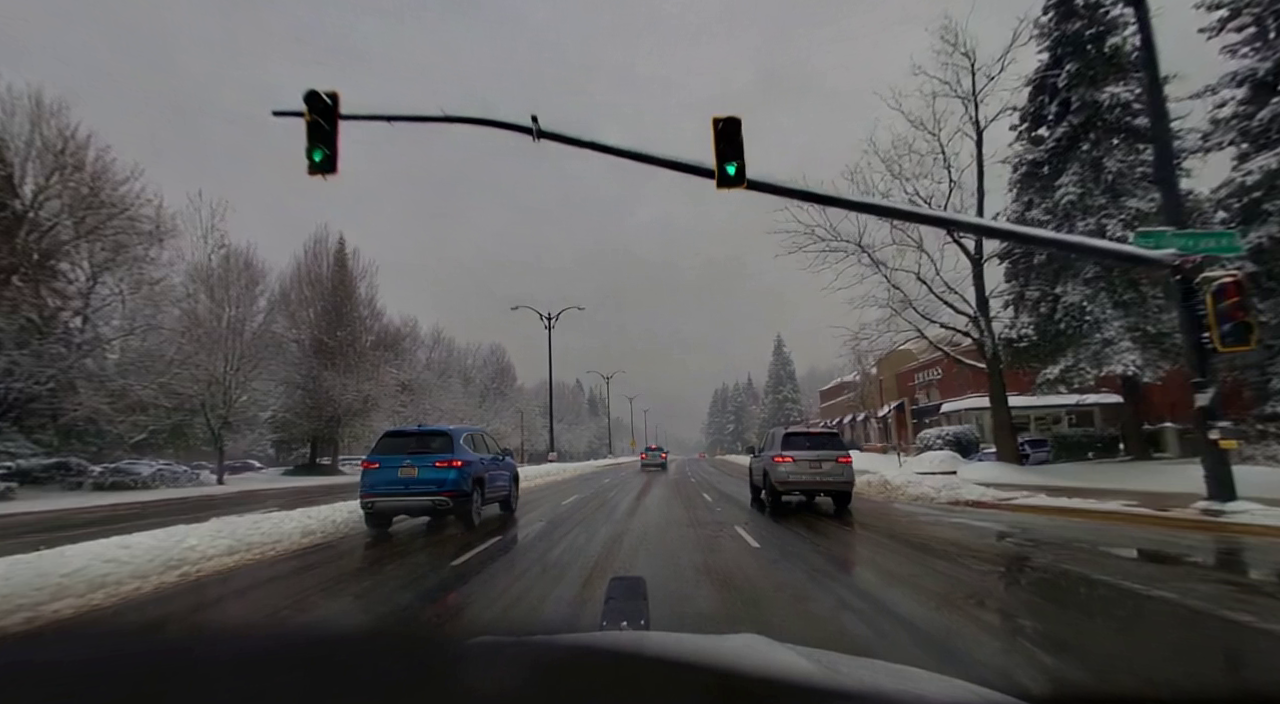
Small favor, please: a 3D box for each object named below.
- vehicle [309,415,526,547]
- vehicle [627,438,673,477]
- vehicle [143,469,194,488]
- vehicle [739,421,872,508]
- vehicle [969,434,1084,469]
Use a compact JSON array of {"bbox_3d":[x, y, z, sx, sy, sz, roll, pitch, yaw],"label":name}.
[{"bbox_3d":[-3.517,2.124,11.064,2.047,1.810,4.414,0,-8,2],"label":"vehicle"},{"bbox_3d":[0.546,5.049,30.376,2.067,1.702,3.987,0,-8,3],"label":"vehicle"},{"bbox_3d":[-37.409,9.997,49.930,3.811,1.272,1.760,-5,-10,30],"label":"vehicle"},{"bbox_3d":[3.767,2.656,15.271,2.083,1.779,4.347,0,-8,1],"label":"vehicle"},{"bbox_3d":[18.895,4.876,31.041,4.601,1.603,1.852,-5,-10,29],"label":"vehicle"}]
